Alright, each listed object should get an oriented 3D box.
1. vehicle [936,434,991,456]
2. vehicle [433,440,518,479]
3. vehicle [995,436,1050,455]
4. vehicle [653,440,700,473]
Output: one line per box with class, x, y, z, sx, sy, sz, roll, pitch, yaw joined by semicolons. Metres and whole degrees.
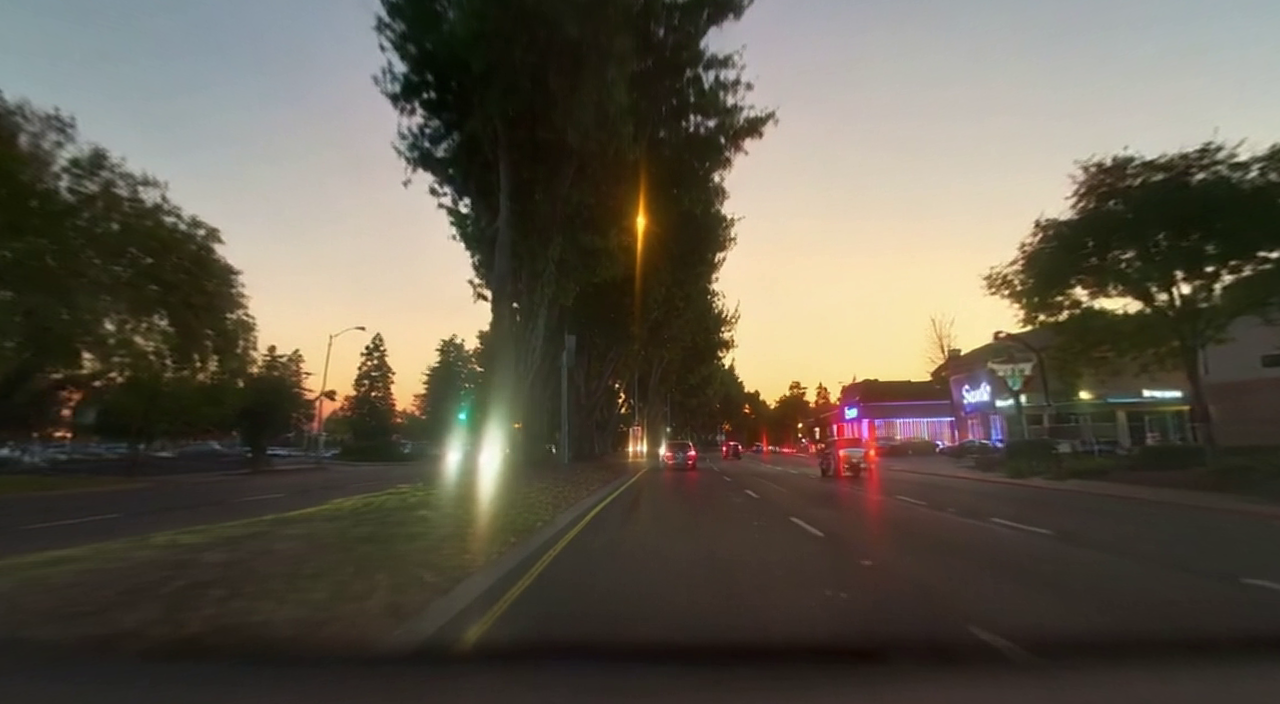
vehicle;25.163;7.250;49.299;1.864;1.655;4.179;0;-8;-2
vehicle;-6.892;4.524;27.057;2.063;1.483;4.751;-1;-8;4
vehicle;30.174;7.387;49.991;1.844;1.481;3.904;0;-8;-1
vehicle;1.808;4.968;30.366;2.095;1.456;3.873;-1;-8;5
